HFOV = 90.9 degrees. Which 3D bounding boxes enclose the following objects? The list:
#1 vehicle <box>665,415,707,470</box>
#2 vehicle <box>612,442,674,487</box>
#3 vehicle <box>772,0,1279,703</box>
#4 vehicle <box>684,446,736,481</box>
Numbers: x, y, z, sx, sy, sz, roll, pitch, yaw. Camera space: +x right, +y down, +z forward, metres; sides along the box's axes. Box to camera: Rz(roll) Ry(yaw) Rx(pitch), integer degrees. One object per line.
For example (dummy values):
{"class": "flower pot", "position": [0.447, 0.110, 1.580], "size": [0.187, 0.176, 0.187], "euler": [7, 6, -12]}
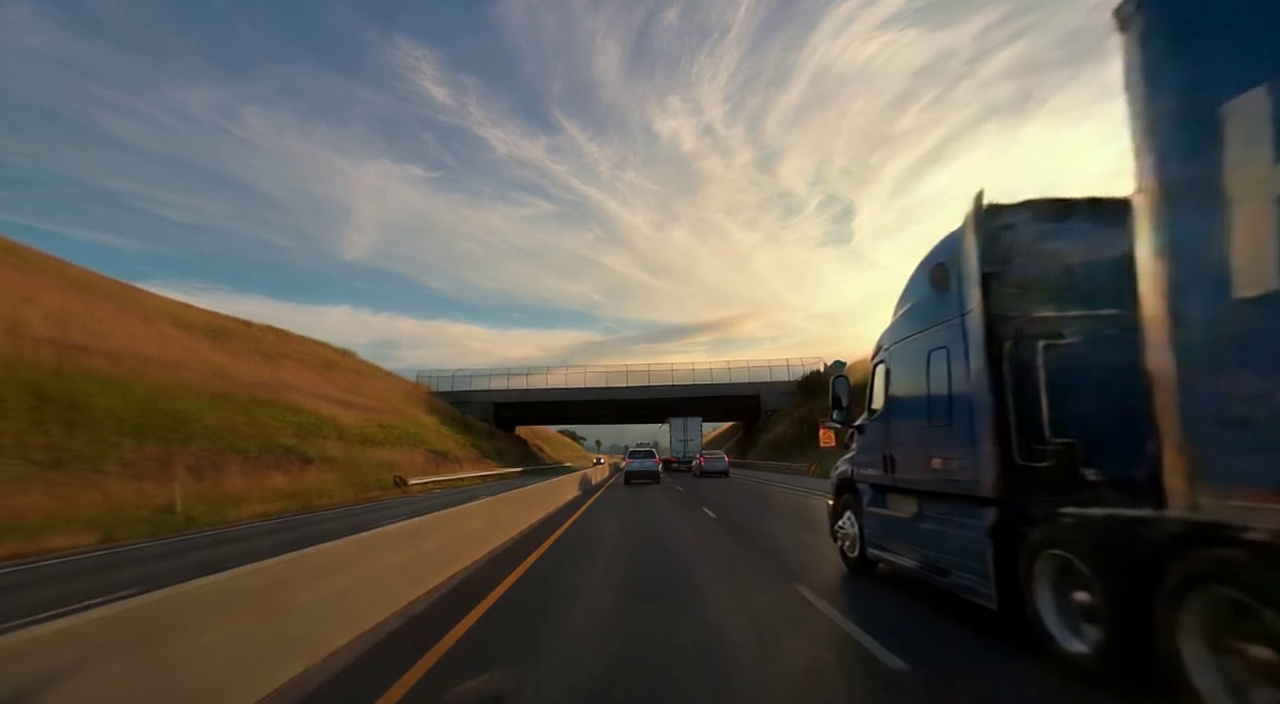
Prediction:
{"class": "vehicle", "position": [3.563, 7.195, 49.622], "size": [2.948, 3.974, 6.480], "euler": [-1, -9, 3]}
{"class": "vehicle", "position": [0.115, 4.446, 25.113], "size": [2.256, 1.615, 4.114], "euler": [-1, -9, 0]}
{"class": "vehicle", "position": [3.102, -0.521, 0.695], "size": [2.870, 4.056, 14.250], "euler": [-1, -9, 0]}
{"class": "vehicle", "position": [3.326, 5.367, 30.535], "size": [1.972, 1.505, 3.946], "euler": [0, -9, -1]}
